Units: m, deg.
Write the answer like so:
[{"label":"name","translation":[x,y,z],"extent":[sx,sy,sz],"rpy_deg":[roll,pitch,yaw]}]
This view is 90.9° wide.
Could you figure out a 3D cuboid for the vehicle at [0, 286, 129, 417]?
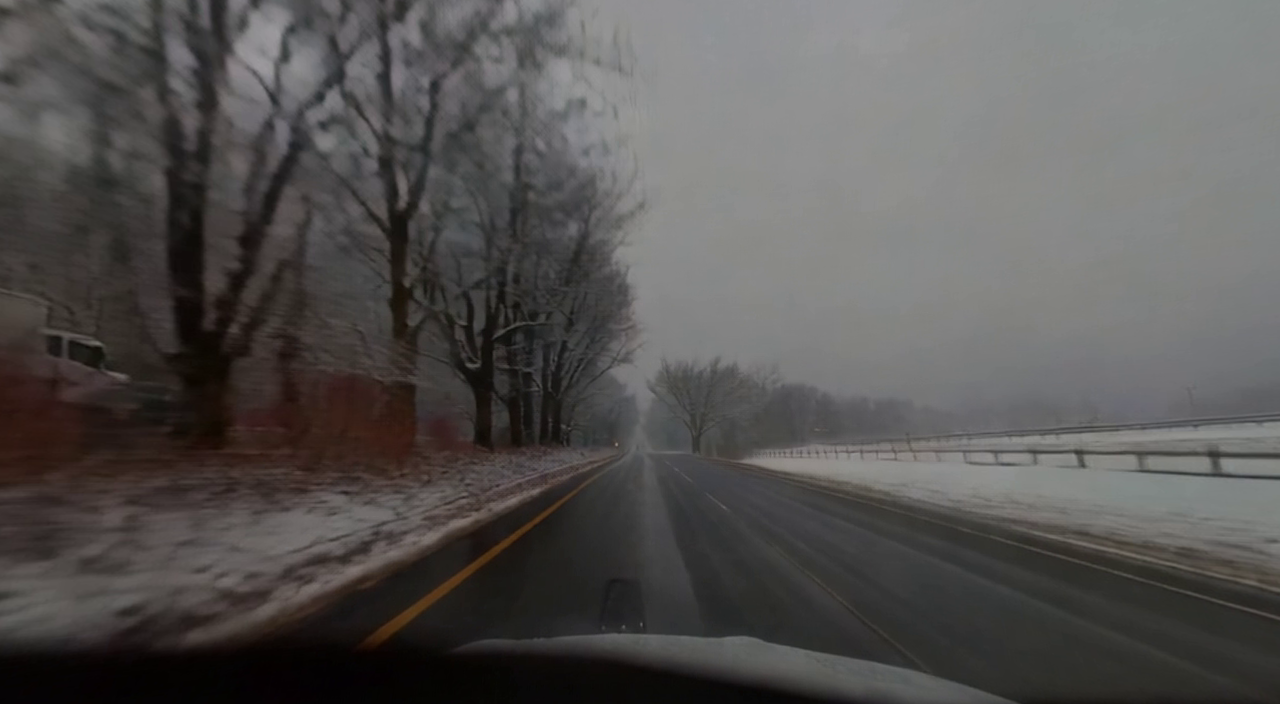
[{"label":"vehicle","translation":[-24.054,-0.730,18.613],"extent":[3.314,4.163,16.558],"rpy_deg":[-1,-10,3]}]

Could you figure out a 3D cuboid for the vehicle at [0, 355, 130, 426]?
[{"label":"vehicle","translation":[-19.725,1.295,20.018],"extent":[2.339,1.956,5.312],"rpy_deg":[-1,-8,4]}]
